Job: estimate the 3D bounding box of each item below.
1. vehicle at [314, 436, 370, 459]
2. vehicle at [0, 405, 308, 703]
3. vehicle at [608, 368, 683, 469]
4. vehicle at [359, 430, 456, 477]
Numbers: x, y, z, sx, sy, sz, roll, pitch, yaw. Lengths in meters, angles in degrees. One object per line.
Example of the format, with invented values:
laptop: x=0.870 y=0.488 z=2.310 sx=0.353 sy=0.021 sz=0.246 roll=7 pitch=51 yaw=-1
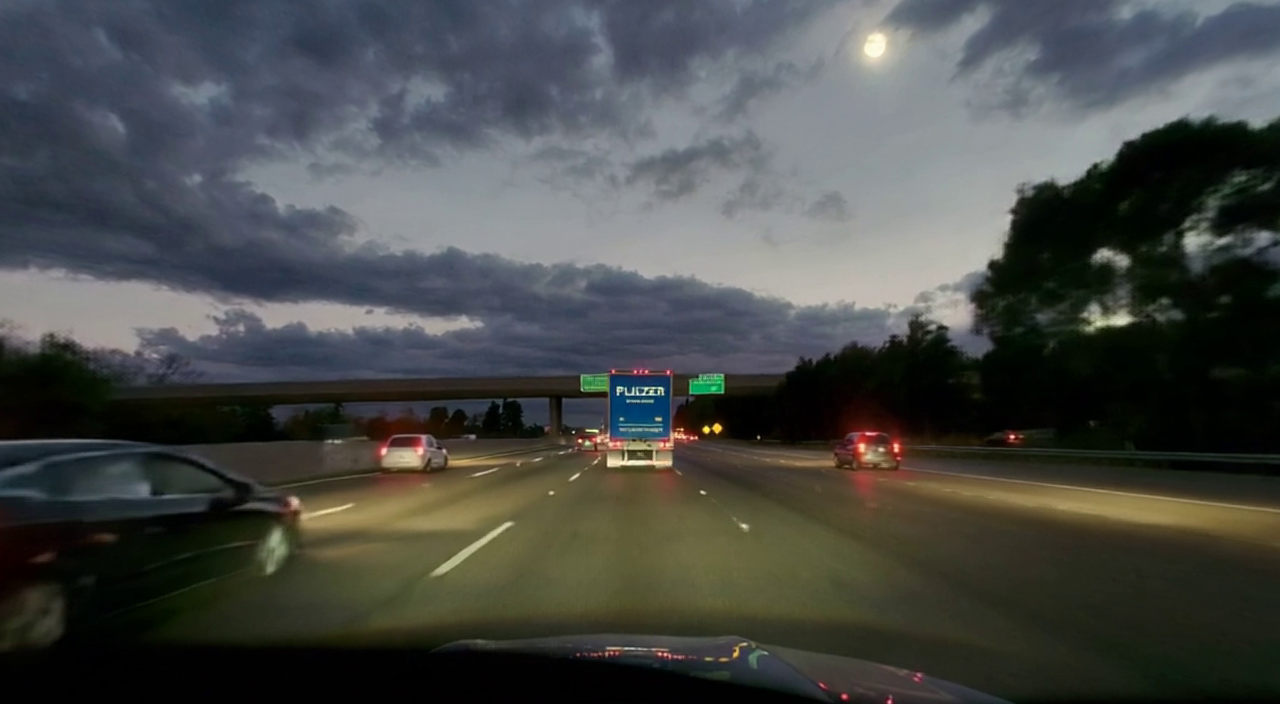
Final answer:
vehicle: x=-21.170 y=6.784 z=44.914 sx=1.875 sy=1.521 sz=4.391 roll=0 pitch=-8 yaw=0
vehicle: x=-3.765 y=1.017 z=3.169 sx=1.943 sy=1.446 sz=4.158 roll=0 pitch=-8 yaw=-1
vehicle: x=0.045 y=3.410 z=30.753 sx=2.926 sy=3.959 sz=11.818 roll=0 pitch=-8 yaw=-2
vehicle: x=-8.403 y=3.674 z=23.170 sx=2.041 sy=1.566 sz=3.986 roll=0 pitch=-8 yaw=0
